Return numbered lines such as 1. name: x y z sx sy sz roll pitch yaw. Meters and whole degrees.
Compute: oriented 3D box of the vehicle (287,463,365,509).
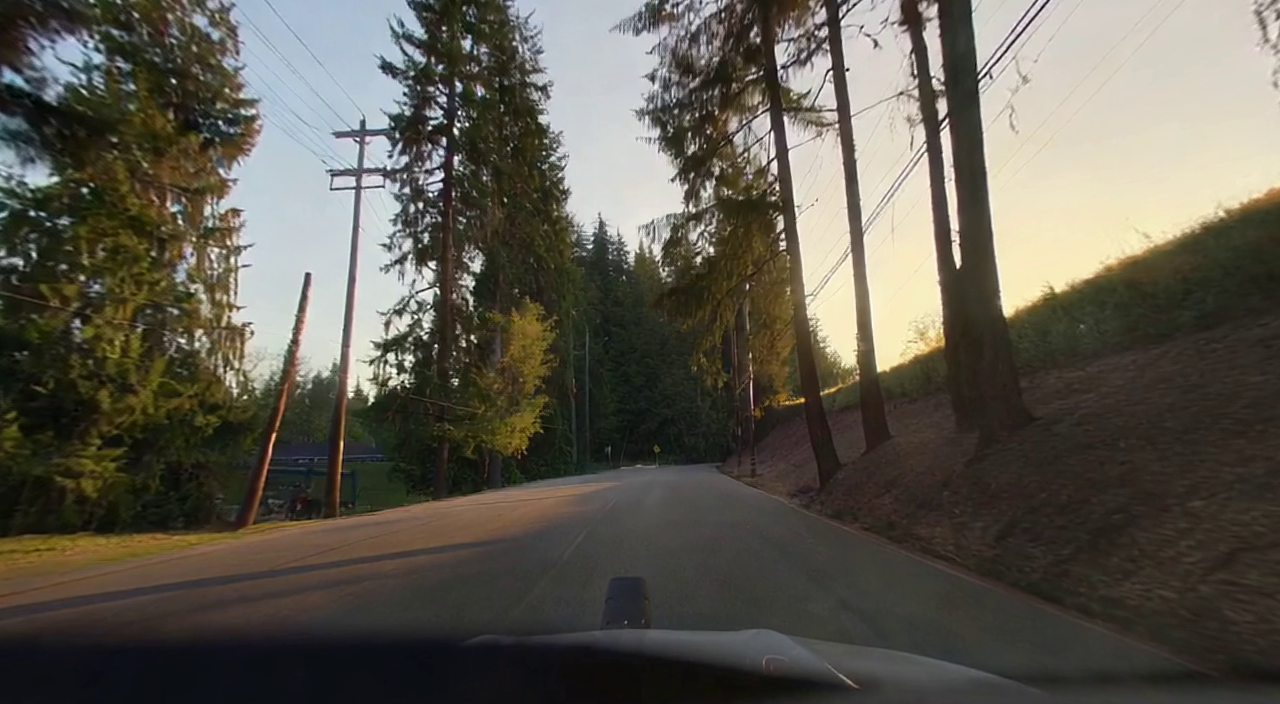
1. vehicle: -13.107 5.568 26.614 2.058 1.654 4.273 2 -9 -15
